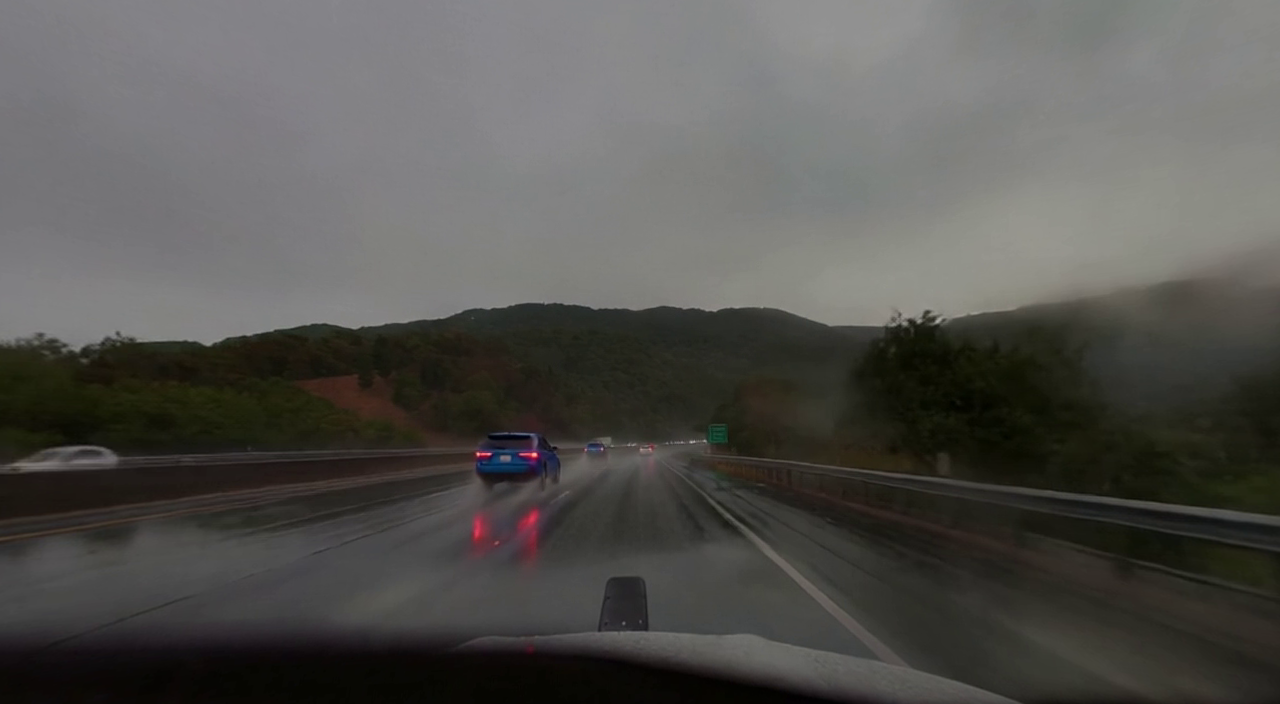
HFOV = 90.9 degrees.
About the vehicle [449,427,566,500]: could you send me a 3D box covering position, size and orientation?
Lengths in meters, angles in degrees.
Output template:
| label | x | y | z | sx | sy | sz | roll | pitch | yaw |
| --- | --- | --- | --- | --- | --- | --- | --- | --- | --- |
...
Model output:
| label | x | y | z | sx | sy | sz | roll | pitch | yaw |
| --- | --- | --- | --- | --- | --- | --- | --- | --- | --- |
| vehicle | -3.426 | 2.978 | 17.290 | 2.138 | 1.718 | 4.415 | 0 | -8 | 1 |
